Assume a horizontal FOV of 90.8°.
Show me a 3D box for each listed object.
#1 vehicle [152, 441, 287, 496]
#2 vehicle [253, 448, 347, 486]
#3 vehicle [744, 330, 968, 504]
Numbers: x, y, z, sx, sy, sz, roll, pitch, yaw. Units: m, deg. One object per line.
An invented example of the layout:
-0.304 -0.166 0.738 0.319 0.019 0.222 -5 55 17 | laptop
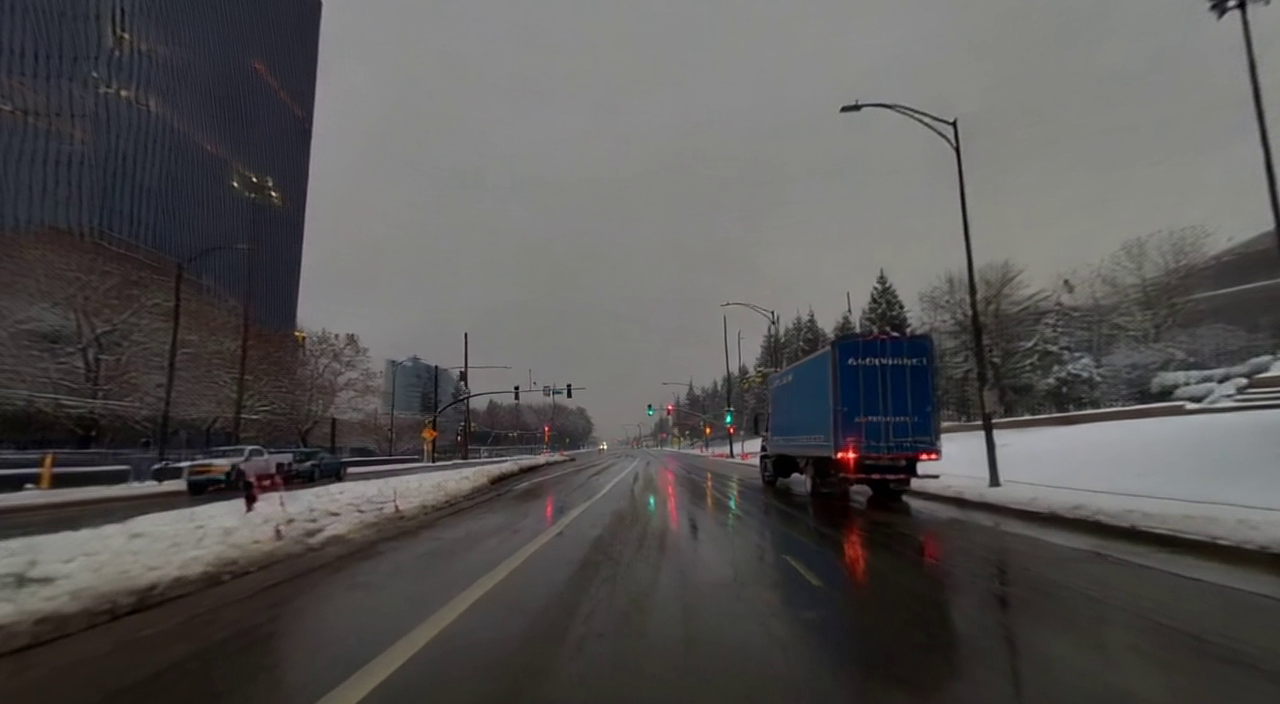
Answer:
-16.558 4.567 25.258 1.937 1.984 4.928 0 -8 0 | vehicle
-16.561 5.586 31.106 1.925 1.665 4.893 0 -8 -1 | vehicle
5.644 2.147 19.129 3.176 3.913 9.805 0 -8 -1 | vehicle
